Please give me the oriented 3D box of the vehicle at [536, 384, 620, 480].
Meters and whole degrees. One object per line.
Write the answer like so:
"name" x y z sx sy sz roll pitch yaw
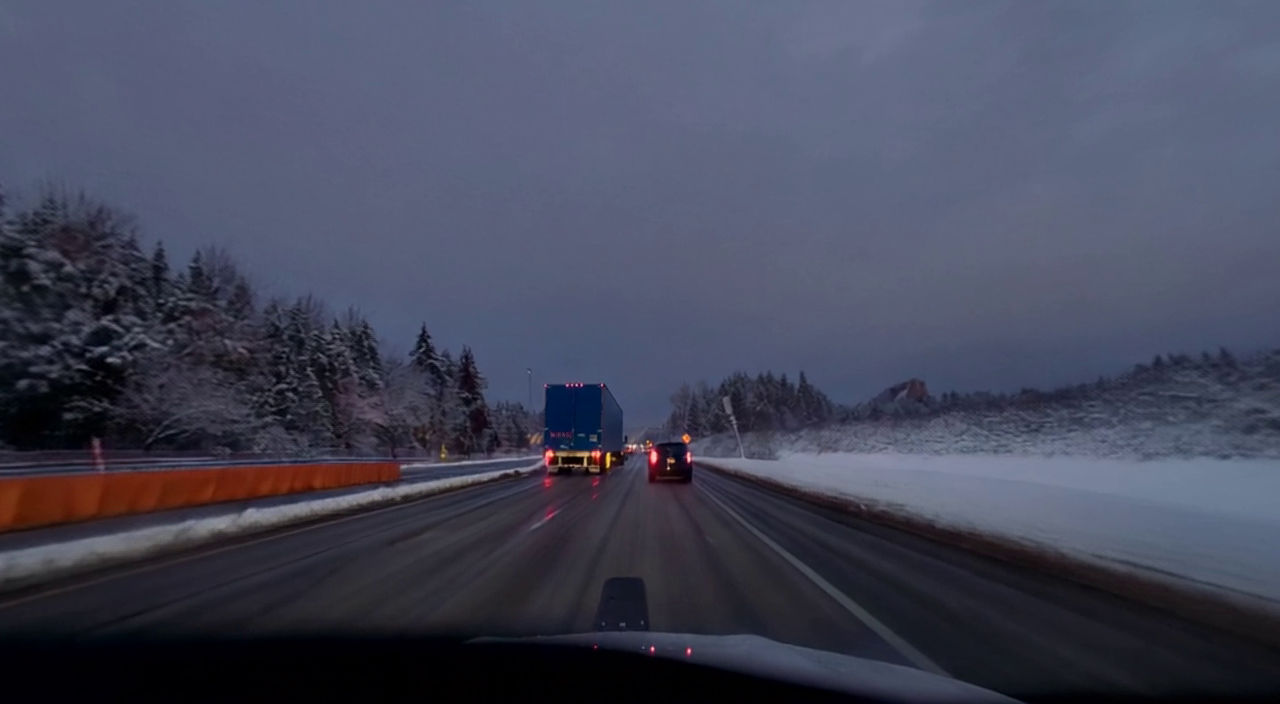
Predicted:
"vehicle" -2.881 4.552 34.926 2.906 4.115 15.715 0 -8 1

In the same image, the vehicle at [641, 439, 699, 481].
"vehicle" 1.210 4.642 27.391 2.304 1.675 4.462 0 -8 0
